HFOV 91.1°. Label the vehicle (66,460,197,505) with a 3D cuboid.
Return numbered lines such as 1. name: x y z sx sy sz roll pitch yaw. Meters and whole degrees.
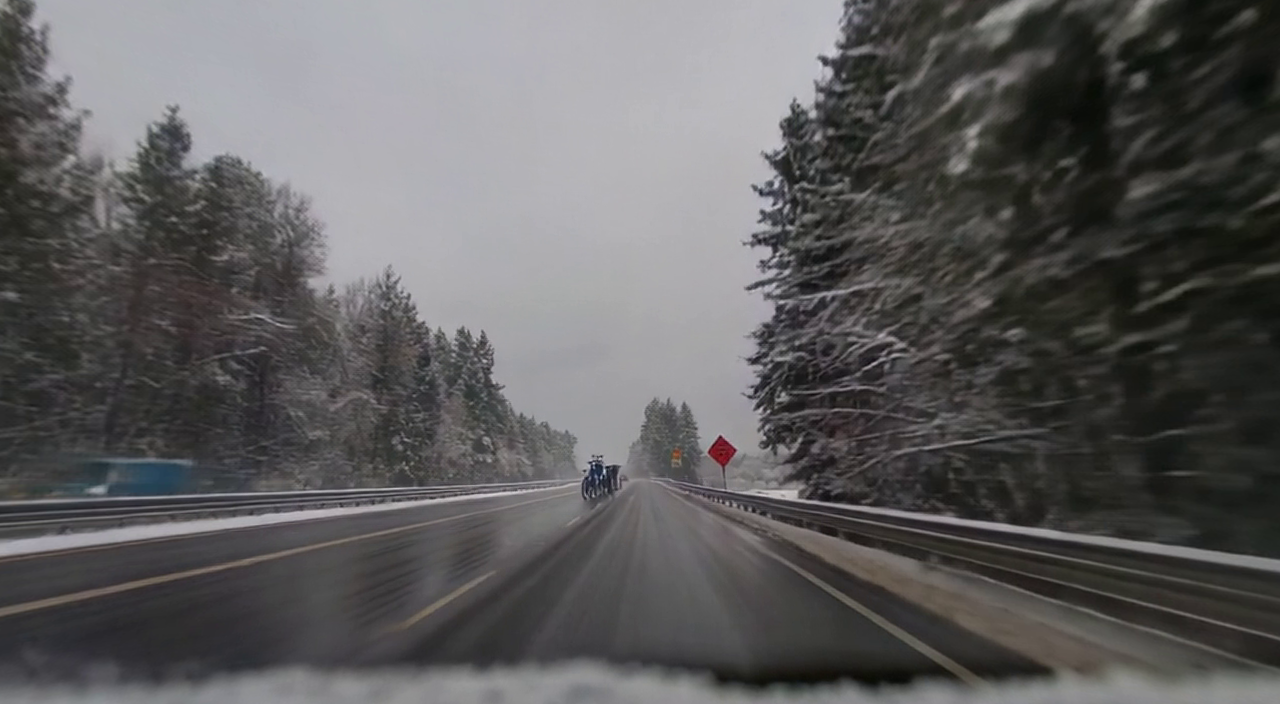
1. vehicle: -20.720 5.319 25.876 1.733 1.646 4.204 0 -11 1
